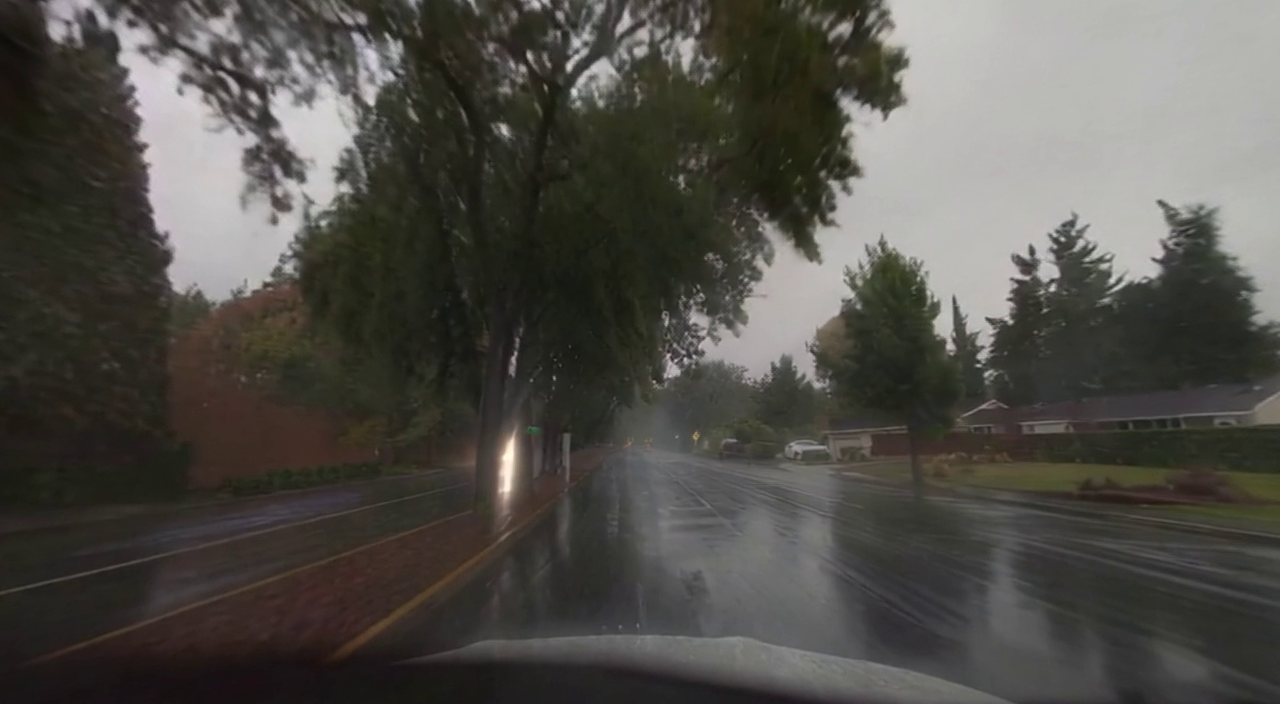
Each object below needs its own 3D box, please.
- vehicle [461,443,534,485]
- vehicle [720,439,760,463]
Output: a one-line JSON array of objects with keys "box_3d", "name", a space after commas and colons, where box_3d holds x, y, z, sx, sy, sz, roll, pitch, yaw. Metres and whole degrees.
[{"box_3d": [-5.573, 4.436, 25.228, 1.962, 1.471, 4.336, -2, -9, 0], "name": "vehicle"}, {"box_3d": [7.398, 7.394, 47.012, 2.087, 1.701, 4.435, 0, -9, -2], "name": "vehicle"}]
